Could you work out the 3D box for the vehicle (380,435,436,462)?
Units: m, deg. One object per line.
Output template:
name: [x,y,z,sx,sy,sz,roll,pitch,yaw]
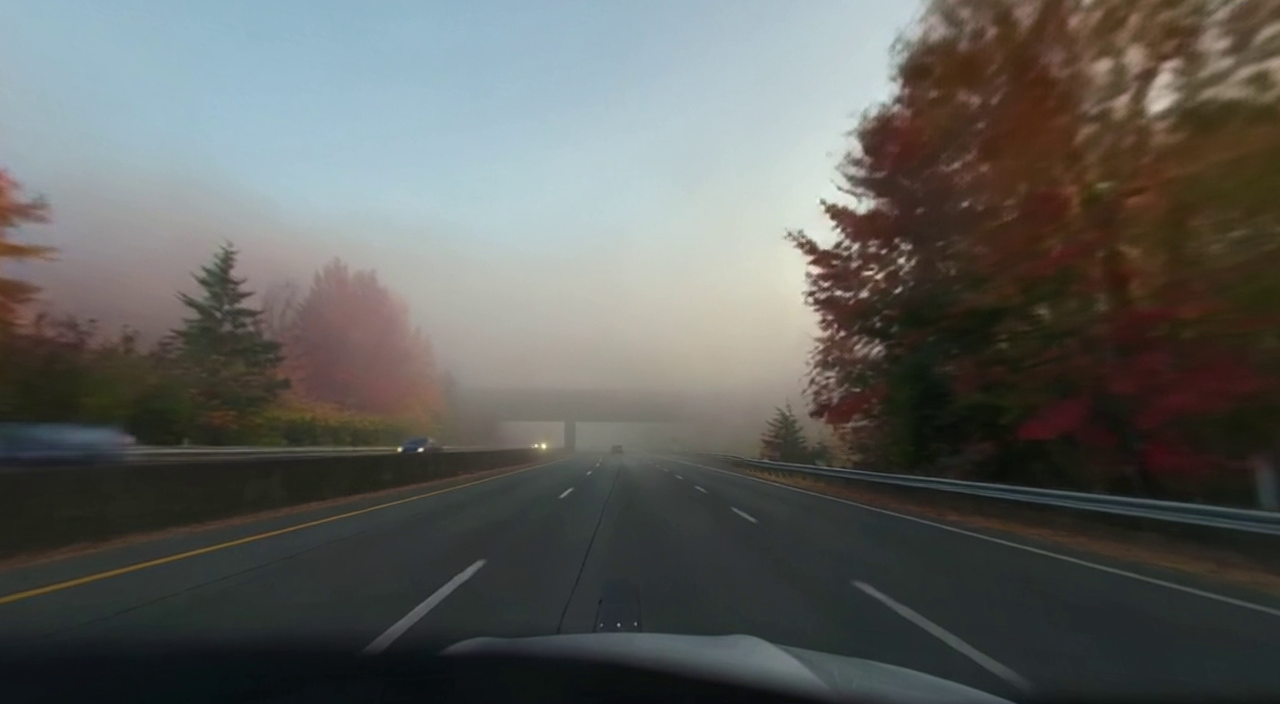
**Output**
vehicle: [-13.604,5.703,37.008,1.831,1.475,4.243,0,-9,-2]
